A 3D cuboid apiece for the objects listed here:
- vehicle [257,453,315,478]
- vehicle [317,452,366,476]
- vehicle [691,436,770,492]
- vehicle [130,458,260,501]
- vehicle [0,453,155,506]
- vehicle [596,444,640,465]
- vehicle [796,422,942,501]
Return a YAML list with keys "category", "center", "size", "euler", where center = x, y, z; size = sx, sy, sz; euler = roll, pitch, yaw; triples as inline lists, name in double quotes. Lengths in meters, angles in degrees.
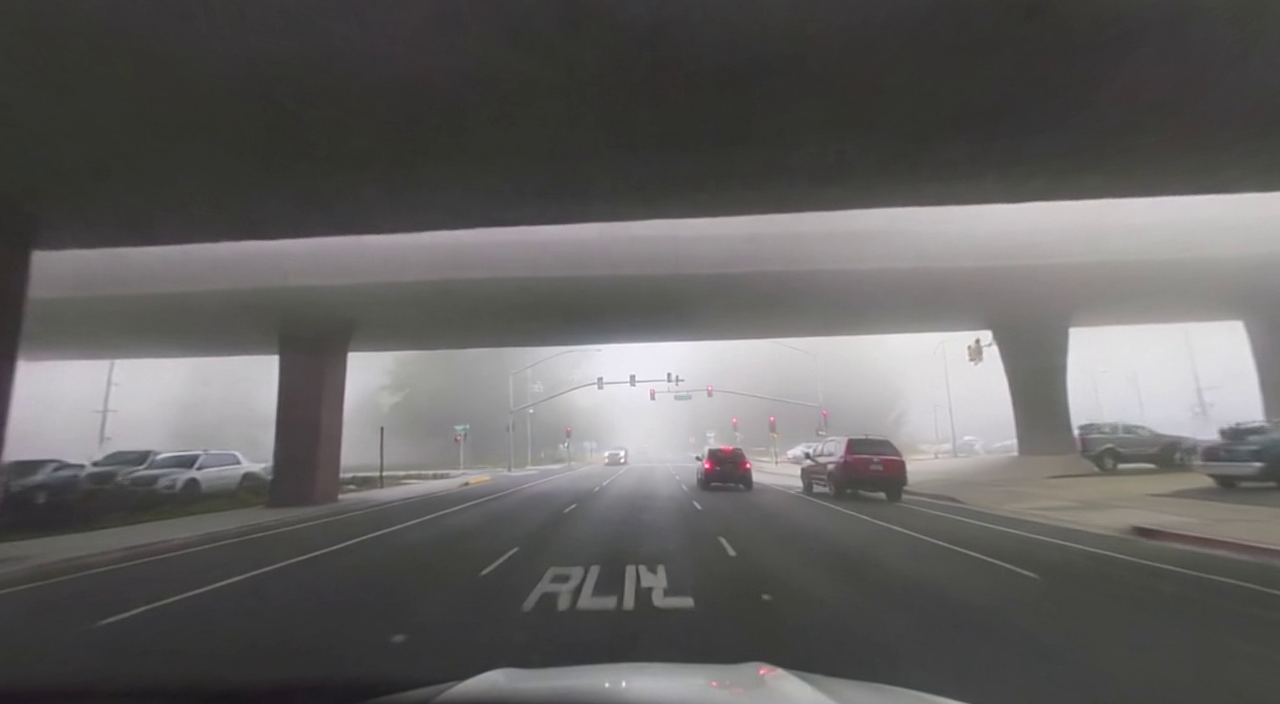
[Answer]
- category: "vehicle"
  center: [-27.157, 8.670, 48.527]
  size: [1.807, 1.795, 4.566]
  euler: [0, -9, 0]
- category: "vehicle"
  center: [-22.844, 8.576, 48.406]
  size: [1.757, 1.699, 3.854]
  euler: [0, -9, 2]
- category: "vehicle"
  center: [2.776, 3.527, 20.173]
  size: [1.947, 1.576, 3.825]
  euler: [0, -9, 0]
- category: "vehicle"
  center: [-17.749, 5.085, 25.464]
  size: [1.985, 1.505, 4.275]
  euler: [-1, -9, 2]
- category: "vehicle"
  center: [-24.491, 5.366, 27.141]
  size: [2.299, 1.953, 5.864]
  euler: [-1, -9, 3]
- category: "vehicle"
  center: [-1.794, 8.025, 49.366]
  size: [2.099, 1.562, 4.037]
  euler: [3, -9, -23]
- category: "vehicle"
  center: [6.906, 3.398, 19.987]
  size: [2.433, 2.116, 5.789]
  euler: [0, -9, 0]
